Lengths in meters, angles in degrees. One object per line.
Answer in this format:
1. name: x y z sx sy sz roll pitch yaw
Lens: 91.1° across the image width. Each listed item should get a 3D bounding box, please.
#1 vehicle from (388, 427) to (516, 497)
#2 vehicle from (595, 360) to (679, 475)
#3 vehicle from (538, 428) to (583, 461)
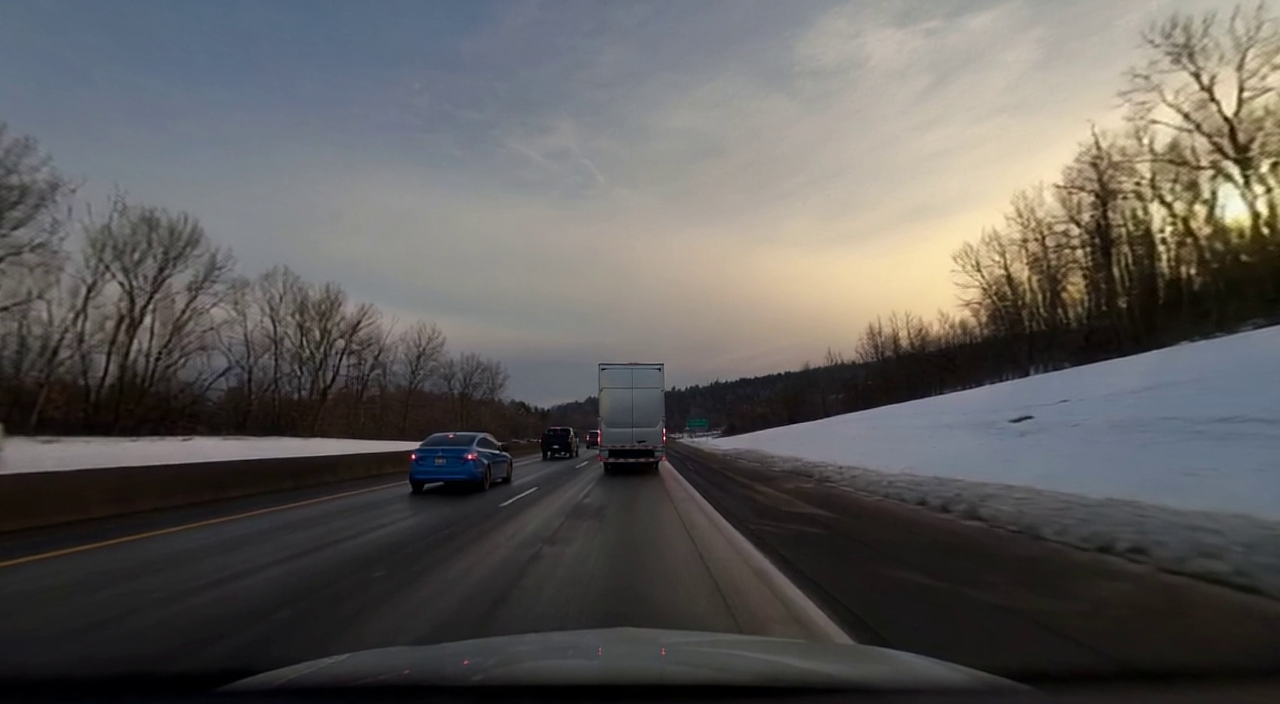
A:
1. vehicle: -4.620 2.735 16.191 1.931 1.539 4.441 0 -8 0
2. vehicle: -0.239 2.960 27.180 2.953 4.041 10.072 0 -8 -1
3. vehicle: -4.644 5.463 37.448 2.019 1.834 4.644 0 -8 0
